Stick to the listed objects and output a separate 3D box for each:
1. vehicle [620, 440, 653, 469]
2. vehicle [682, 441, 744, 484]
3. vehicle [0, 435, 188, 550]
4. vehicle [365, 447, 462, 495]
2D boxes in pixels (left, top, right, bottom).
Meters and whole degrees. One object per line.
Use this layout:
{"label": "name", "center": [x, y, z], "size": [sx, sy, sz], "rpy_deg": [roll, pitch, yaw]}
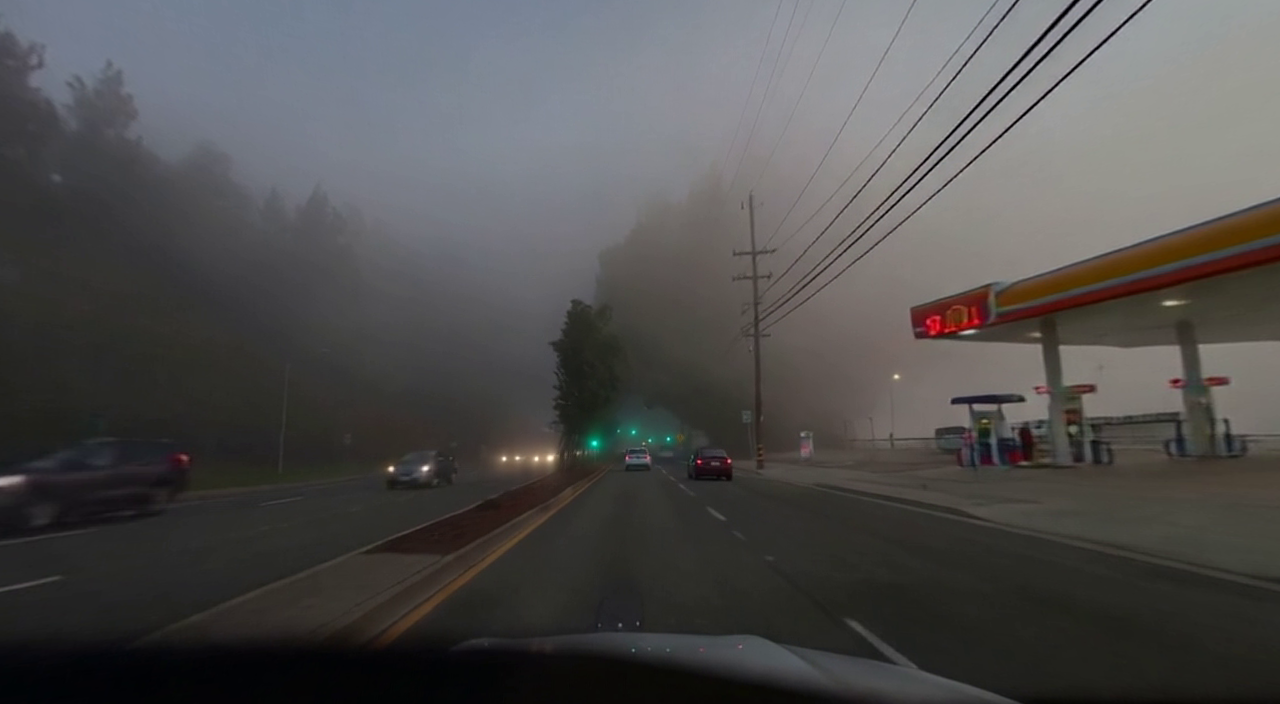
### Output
{"label": "vehicle", "center": [-0.274, 7.000, 43.252], "size": [2.163, 1.825, 4.073], "rpy_deg": [-1, -8, -1]}
{"label": "vehicle", "center": [2.918, 4.531, 26.189], "size": [1.990, 1.592, 4.294], "rpy_deg": [0, -8, -1]}
{"label": "vehicle", "center": [-11.491, 2.550, 12.004], "size": [2.301, 1.827, 4.754], "rpy_deg": [0, -8, -1]}
{"label": "vehicle", "center": [-8.382, 4.410, 23.881], "size": [2.085, 1.582, 4.305], "rpy_deg": [-1, -8, 0]}
